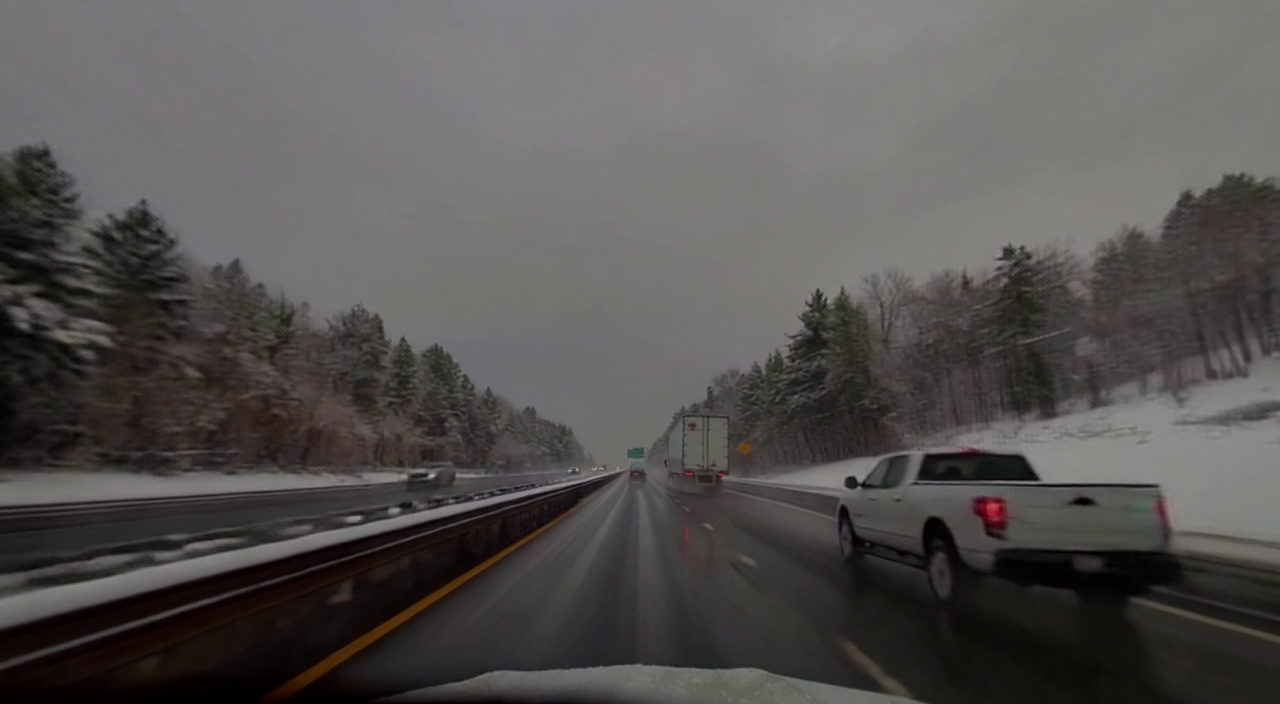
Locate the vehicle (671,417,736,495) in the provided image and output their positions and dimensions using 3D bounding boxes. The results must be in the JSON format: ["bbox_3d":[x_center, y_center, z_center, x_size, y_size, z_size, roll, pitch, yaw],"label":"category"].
[{"bbox_3d":[3.751,6.816,40.727,2.863,4.088,14.040,1,-10,1],"label":"vehicle"}]

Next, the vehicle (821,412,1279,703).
[{"bbox_3d":[3.471,1.614,5.923,2.124,1.662,4.641,1,-10,-1],"label":"vehicle"}]

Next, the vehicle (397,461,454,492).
[{"bbox_3d":[-12.953,7.539,38.305,1.912,1.695,4.292,1,-10,0],"label":"vehicle"}]
